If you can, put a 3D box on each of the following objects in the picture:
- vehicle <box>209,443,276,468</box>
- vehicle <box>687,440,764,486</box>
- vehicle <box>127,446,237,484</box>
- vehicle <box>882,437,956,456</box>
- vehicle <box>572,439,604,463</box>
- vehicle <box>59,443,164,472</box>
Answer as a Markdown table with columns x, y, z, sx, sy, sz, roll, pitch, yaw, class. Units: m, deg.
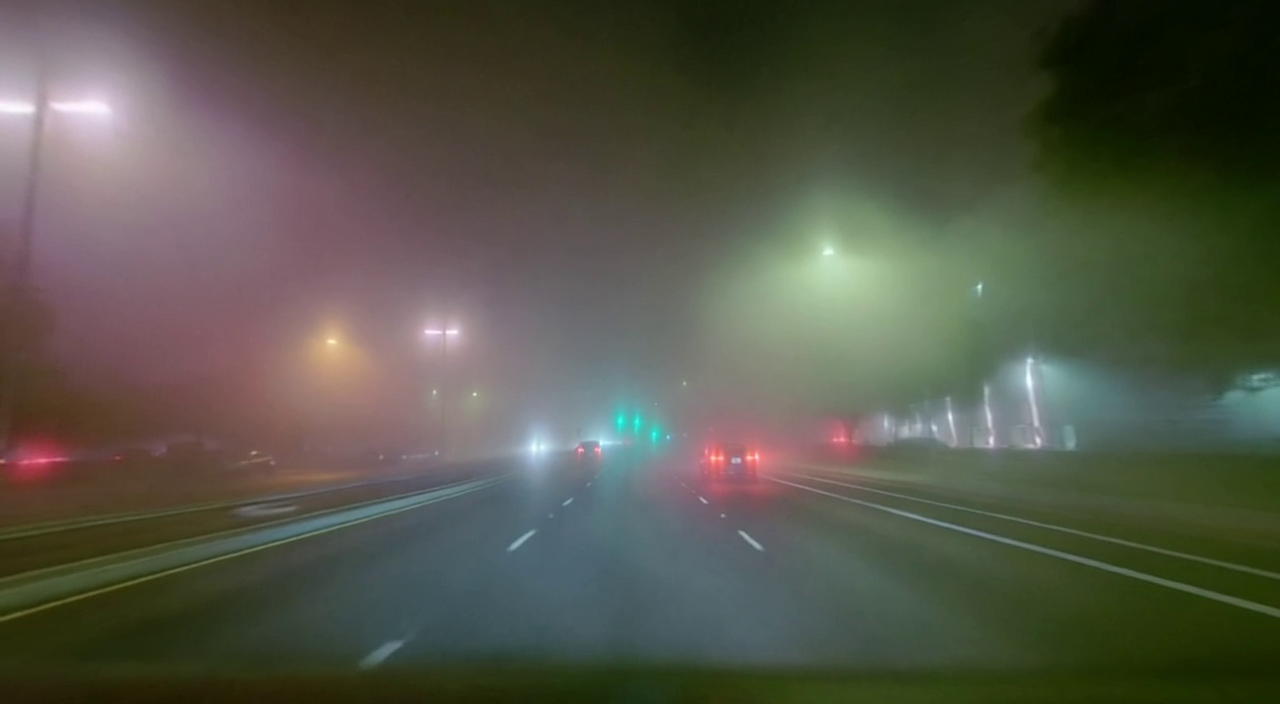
| x | y | z | sx | sy | sz | roll | pitch | yaw | class |
| --- | --- | --- | --- | --- | --- | --- | --- | --- | --- |
| -30.026 | 7.818 | 47.774 | 3.855 | 1.693 | 1.875 | -2 | -8 | 1 | vehicle |
| 2.882 | 3.816 | 22.188 | 1.966 | 1.449 | 4.290 | 0 | -8 | -2 | vehicle |
| -22.457 | 5.507 | 31.258 | 1.926 | 1.681 | 4.601 | 0 | -8 | 1 | vehicle |
| 21.554 | 7.322 | 48.893 | 4.748 | 1.451 | 2.089 | 0 | -8 | -1 | vehicle |
| -3.769 | 7.227 | 46.368 | 1.935 | 1.617 | 4.045 | 0 | -8 | 0 | vehicle |
| -30.554 | 6.091 | 36.627 | 4.278 | 1.625 | 1.974 | 0 | -8 | -1 | vehicle |
